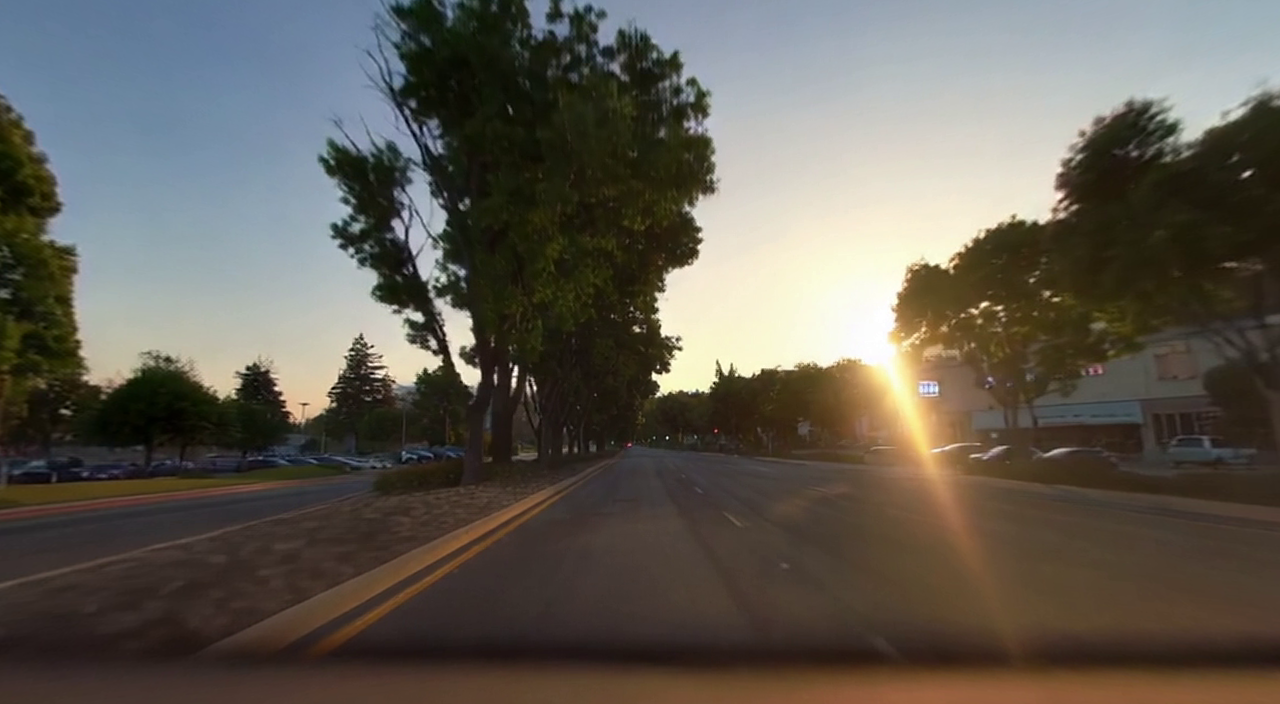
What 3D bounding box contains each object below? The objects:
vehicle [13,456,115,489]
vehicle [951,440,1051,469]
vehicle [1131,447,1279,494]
[{"bbox_3d":[-35.637,7.462,39.305,1.983,1.818,4.590,0,-8,0],"label":"vehicle"},{"bbox_3d":[20.176,5.734,35.472,4.333,1.507,2.101,0,-8,-1],"label":"vehicle"},{"bbox_3d":[20.064,4.086,21.853,4.403,1.436,1.918,-2,-10,1],"label":"vehicle"}]
